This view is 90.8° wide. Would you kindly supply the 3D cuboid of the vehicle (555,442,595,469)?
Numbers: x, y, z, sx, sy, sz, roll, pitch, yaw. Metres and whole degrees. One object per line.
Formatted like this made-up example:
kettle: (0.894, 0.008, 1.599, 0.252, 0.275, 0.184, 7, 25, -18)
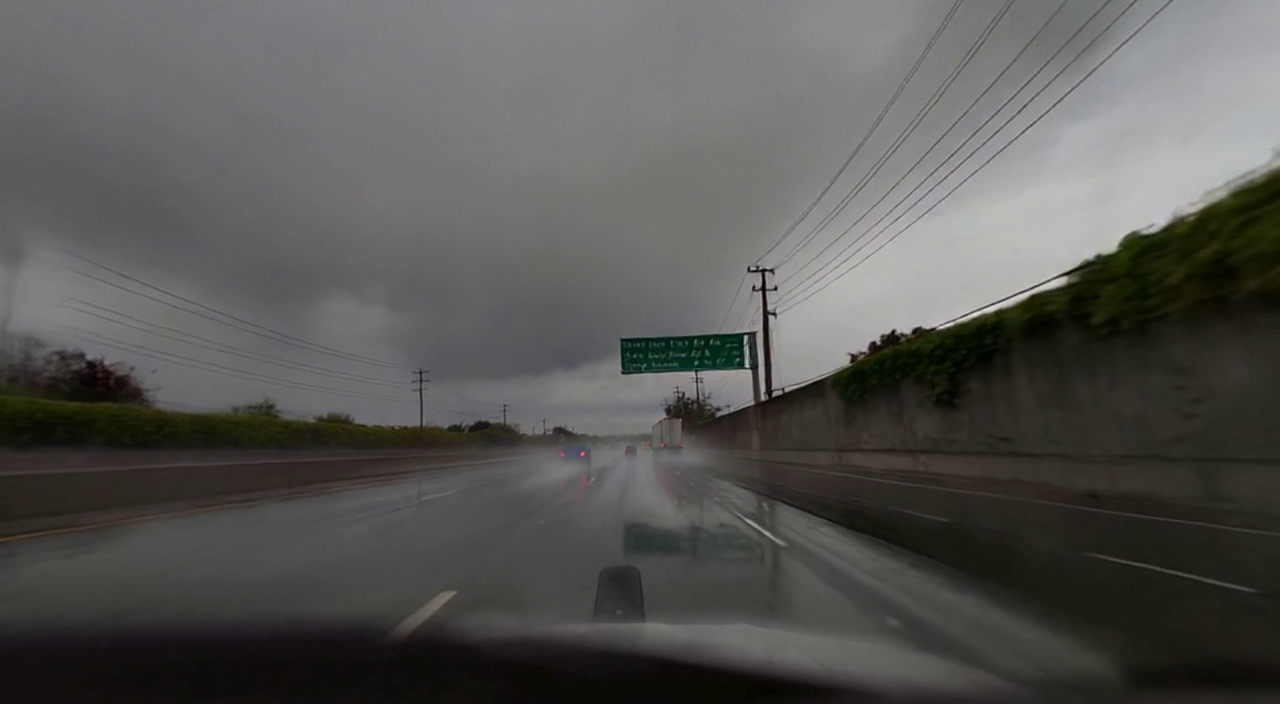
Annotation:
vehicle: (-3.886, 6.288, 38.370, 2.009, 1.533, 4.175, 0, -9, 0)
